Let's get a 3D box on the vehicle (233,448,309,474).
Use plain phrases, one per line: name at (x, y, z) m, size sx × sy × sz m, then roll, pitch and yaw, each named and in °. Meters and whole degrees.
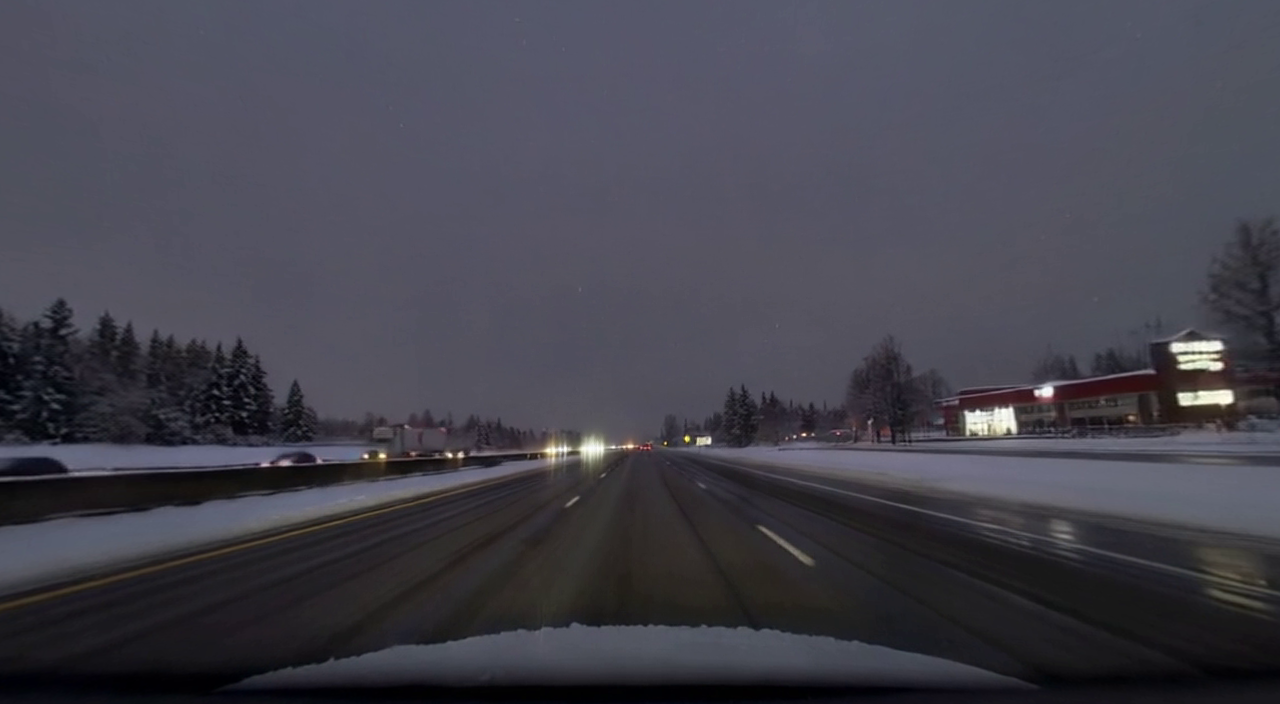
vehicle at (-23.345, 6.900, 40.145) m, size 1.938 × 1.476 × 4.718 m, roll 0°, pitch -8°, yaw 1°
